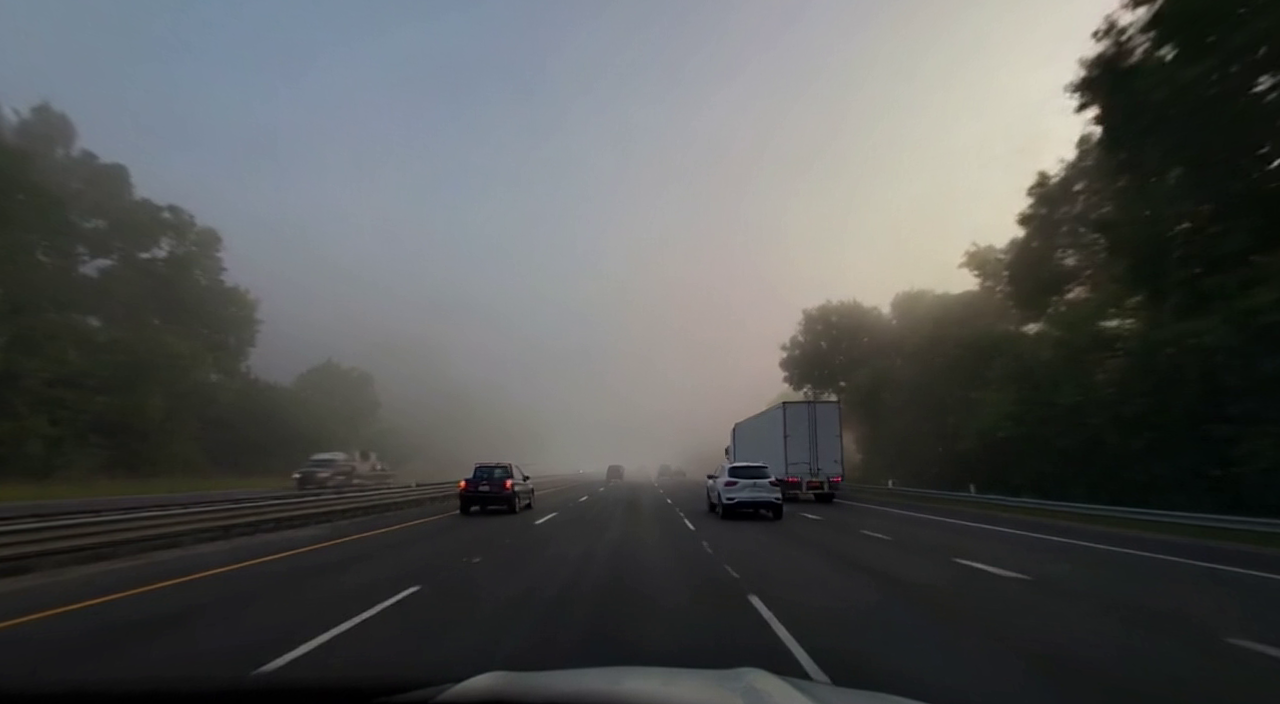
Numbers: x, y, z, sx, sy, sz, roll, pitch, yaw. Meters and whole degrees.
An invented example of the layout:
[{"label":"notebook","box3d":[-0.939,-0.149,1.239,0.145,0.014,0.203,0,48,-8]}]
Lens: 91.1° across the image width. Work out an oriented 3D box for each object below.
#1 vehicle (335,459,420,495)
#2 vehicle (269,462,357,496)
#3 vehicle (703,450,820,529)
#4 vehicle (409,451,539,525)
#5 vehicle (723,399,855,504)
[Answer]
[{"label":"vehicle","box3d":[-11.872,5.669,28.740,1.897,1.459,4.503,1,-10,0]},{"label":"vehicle","box3d":[-15.599,6.084,30.264,1.832,1.455,4.420,1,-10,0]},{"label":"vehicle","box3d":[2.919,3.468,16.261,2.050,1.708,4.457,1,-10,-1]},{"label":"vehicle","box3d":[-3.895,3.300,15.606,2.025,1.547,4.150,1,-10,1]},{"label":"vehicle","box3d":[7.089,5.521,33.792,2.883,4.151,17.144,1,-10,0]}]
